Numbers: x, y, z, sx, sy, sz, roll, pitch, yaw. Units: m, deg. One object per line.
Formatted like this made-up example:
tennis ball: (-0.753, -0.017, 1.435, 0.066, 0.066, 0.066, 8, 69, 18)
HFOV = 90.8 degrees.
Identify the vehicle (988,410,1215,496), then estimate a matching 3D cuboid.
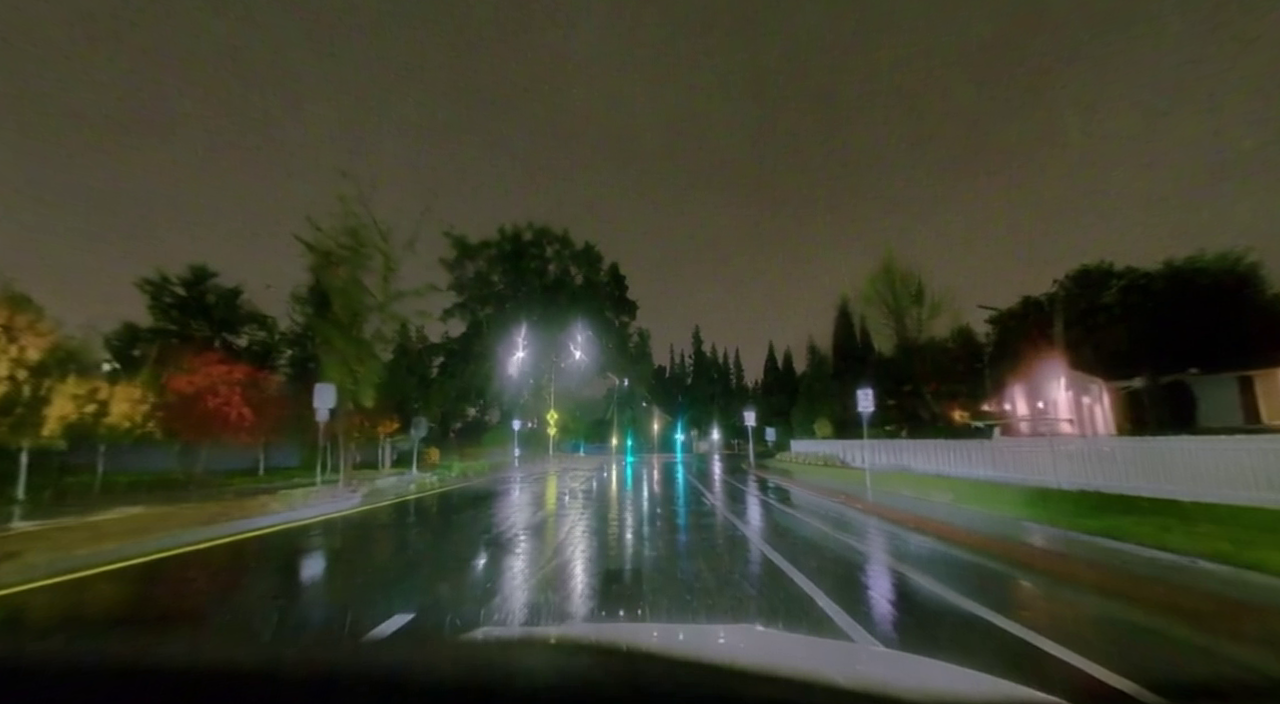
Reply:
vehicle: (10.467, 2.345, 14.864, 1.938, 1.695, 4.296, 0, -8, -2)
